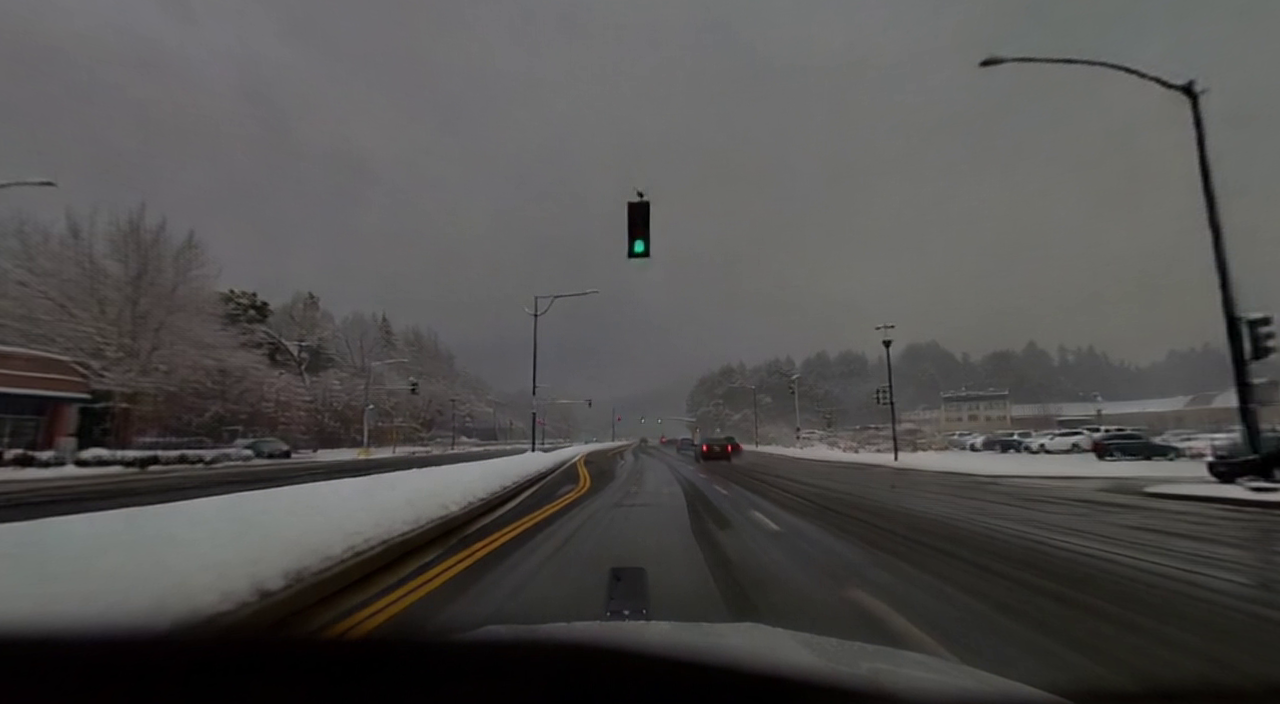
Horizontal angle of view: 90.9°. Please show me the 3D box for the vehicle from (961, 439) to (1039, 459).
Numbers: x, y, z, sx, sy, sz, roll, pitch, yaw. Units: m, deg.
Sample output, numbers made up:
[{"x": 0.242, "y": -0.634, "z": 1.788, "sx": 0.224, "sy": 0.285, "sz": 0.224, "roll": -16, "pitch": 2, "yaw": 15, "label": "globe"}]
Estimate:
[{"x": 27.065, "y": 7.268, "z": 47.403, "sx": 4.691, "sy": 1.436, "sz": 1.988, "roll": 1, "pitch": -8, "yaw": -4, "label": "vehicle"}]

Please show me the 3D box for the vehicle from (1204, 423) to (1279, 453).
[{"x": 41.701, "y": 5.729, "z": 41.833, "sx": 6.213, "sy": 1.910, "sz": 2.547, "roll": 1, "pitch": -8, "yaw": -3, "label": "vehicle"}]

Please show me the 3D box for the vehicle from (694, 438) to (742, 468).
[{"x": 4.226, "y": 5.539, "z": 34.722, "sx": 2.038, "sy": 1.528, "sz": 4.259, "roll": 1, "pitch": -8, "yaw": -1, "label": "vehicle"}]

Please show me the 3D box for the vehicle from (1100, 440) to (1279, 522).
[{"x": 11.924, "y": 2.419, "z": 12.081, "sx": 1.893, "sy": 1.434, "sz": 4.581, "roll": 7, "pitch": -10, "yaw": -38, "label": "vehicle"}]
